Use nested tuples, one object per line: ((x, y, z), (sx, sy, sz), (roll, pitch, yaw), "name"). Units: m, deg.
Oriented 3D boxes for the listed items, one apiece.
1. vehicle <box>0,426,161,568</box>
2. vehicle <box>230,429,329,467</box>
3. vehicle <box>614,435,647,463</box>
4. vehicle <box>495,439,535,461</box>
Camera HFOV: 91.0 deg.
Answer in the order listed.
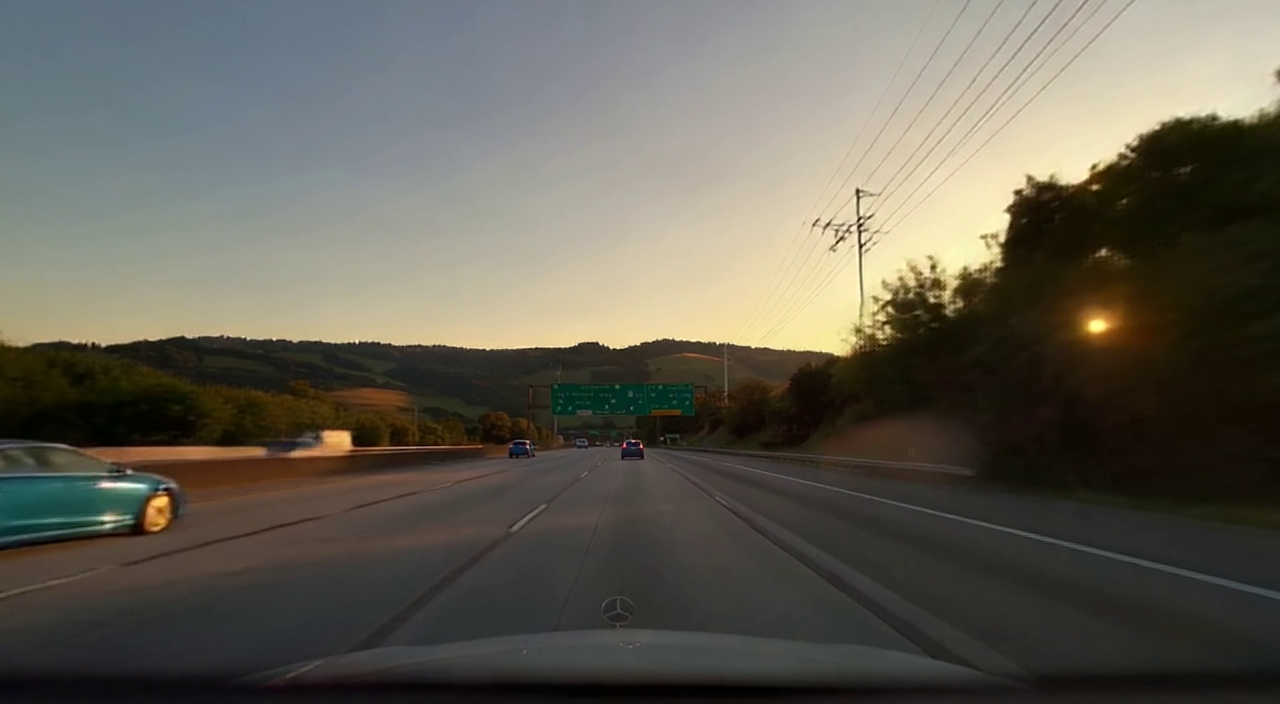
((-7.473, 1.471, 6.303), (1.949, 1.428, 4.408), (0, -8, -1), "vehicle")
((-15.946, 4.276, 28.146), (1.872, 1.498, 4.506), (0, -8, -1), "vehicle")
((-0.631, 6.356, 41.462), (2.040, 1.715, 3.906), (0, -8, -1), "vehicle")
((-8.888, 7.033, 45.193), (2.047, 1.486, 4.306), (0, -8, -1), "vehicle")
